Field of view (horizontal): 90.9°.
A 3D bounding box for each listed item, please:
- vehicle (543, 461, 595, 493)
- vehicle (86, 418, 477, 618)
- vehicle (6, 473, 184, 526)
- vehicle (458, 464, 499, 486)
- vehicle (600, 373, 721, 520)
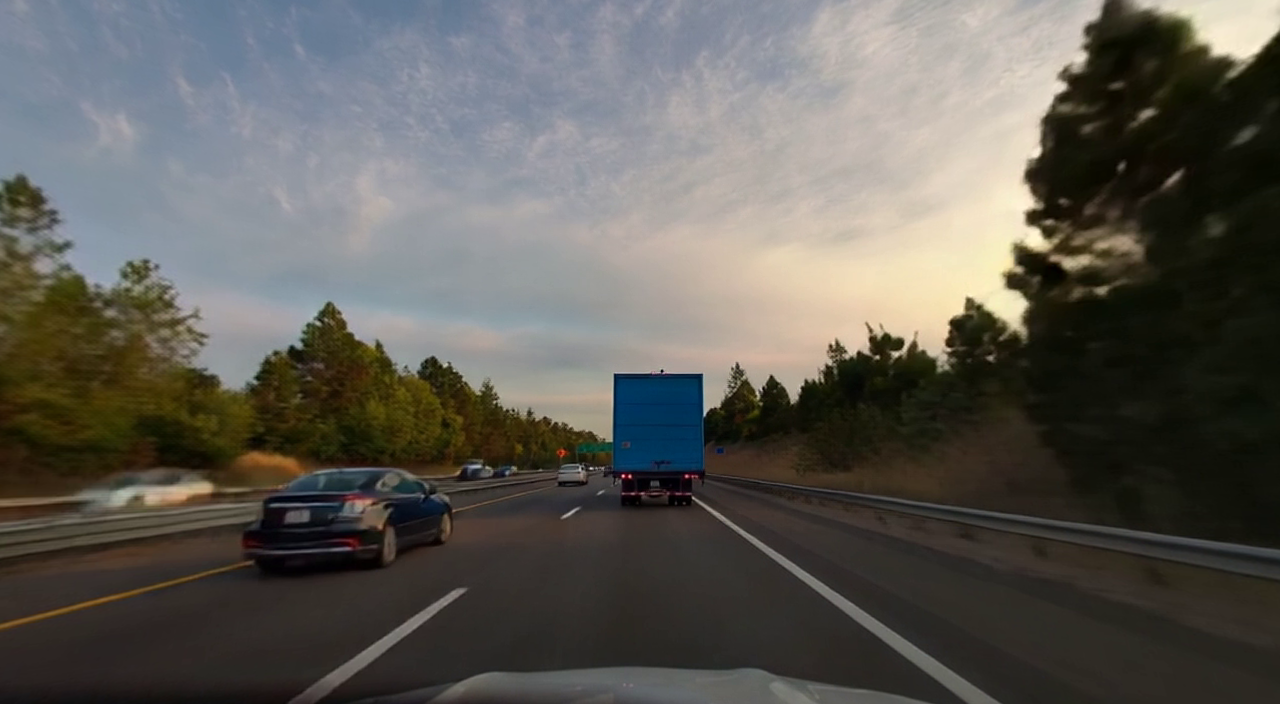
[{"bbox_3d":[-3.561,6.422,32.548,2.079,1.506,4.821,0,-10,1],"label":"vehicle"},{"bbox_3d":[-3.697,1.848,7.789,2.076,1.691,4.555,1,-10,0],"label":"vehicle"},{"bbox_3d":[-16.468,4.442,19.373,1.737,1.393,4.108,0,-10,1],"label":"vehicle"},{"bbox_3d":[-12.508,9.578,49.186,1.980,1.532,4.448,1,-10,0],"label":"vehicle"},{"bbox_3d":[0.527,3.217,20.684,3.008,3.678,9.512,1,-10,0],"label":"vehicle"}]
